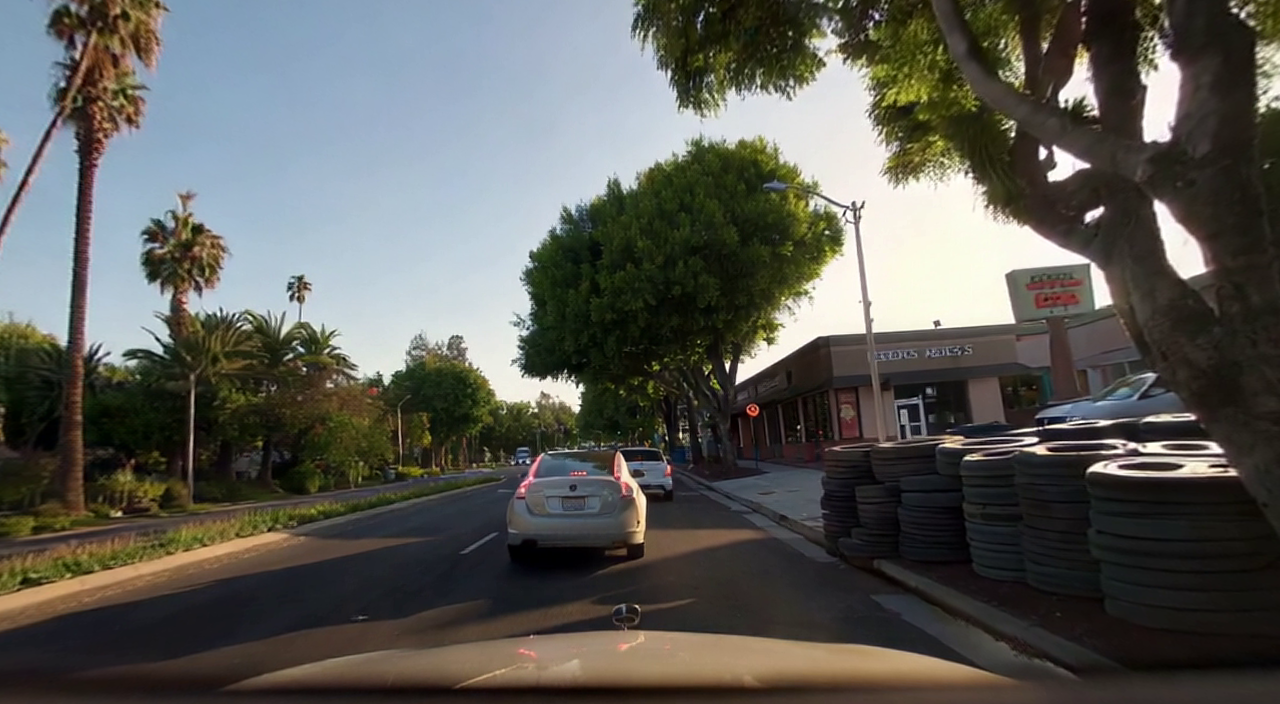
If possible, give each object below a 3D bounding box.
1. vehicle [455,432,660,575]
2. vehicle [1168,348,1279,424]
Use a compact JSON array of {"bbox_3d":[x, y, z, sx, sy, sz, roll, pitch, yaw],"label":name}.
[{"bbox_3d":[-0.937,1.916,8.807,2.169,1.495,4.048,0,-9,-2],"label":"vehicle"},{"bbox_3d":[16.523,0.998,16.837,1.810,1.669,3.883,-1,-9,7],"label":"vehicle"}]
